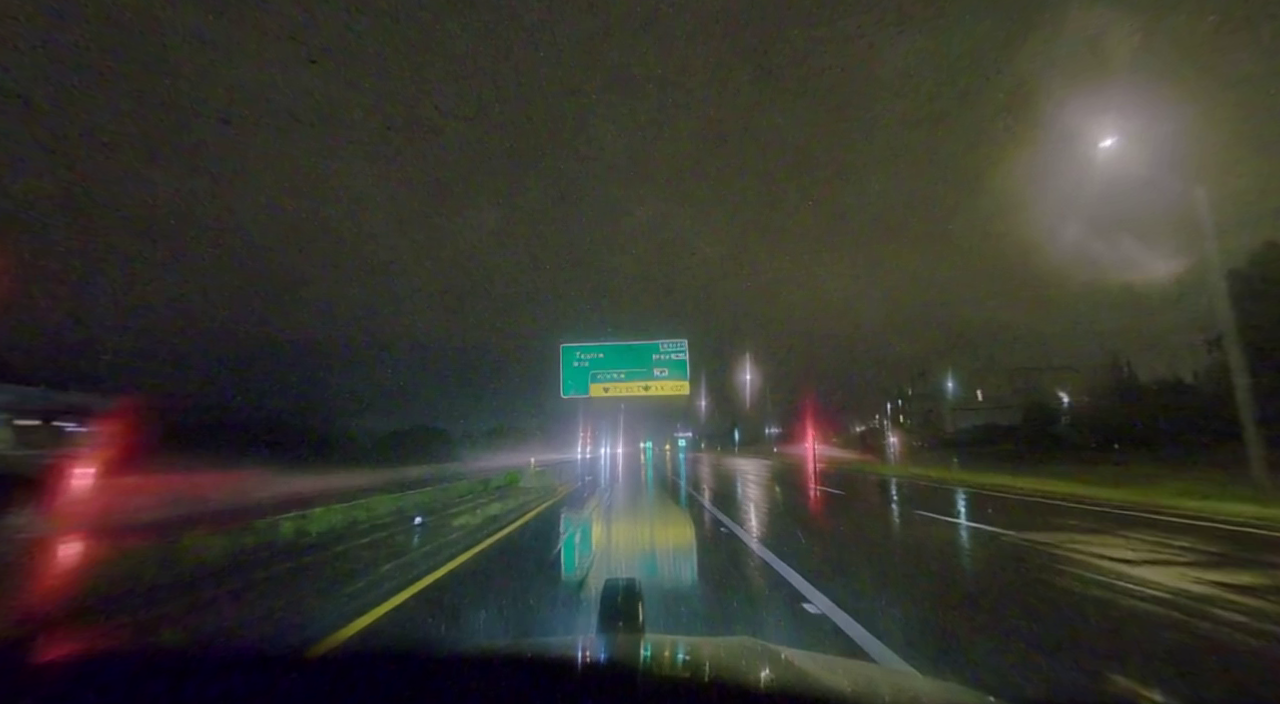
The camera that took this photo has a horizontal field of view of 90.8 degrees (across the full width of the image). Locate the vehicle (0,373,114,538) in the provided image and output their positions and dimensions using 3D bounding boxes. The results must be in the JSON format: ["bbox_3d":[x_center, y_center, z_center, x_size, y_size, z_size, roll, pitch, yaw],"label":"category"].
[{"bbox_3d":[-12.022,1.626,9.847,2.690,2.712,5.582,0,-9,0],"label":"vehicle"}]
